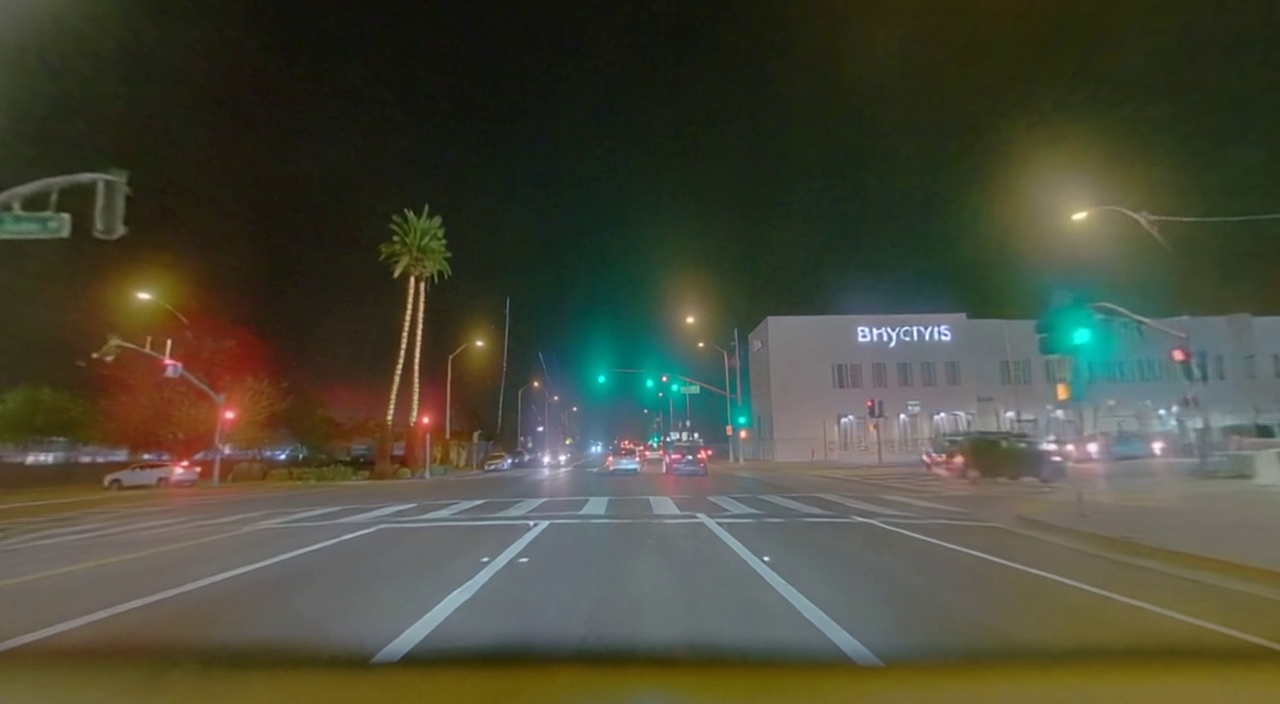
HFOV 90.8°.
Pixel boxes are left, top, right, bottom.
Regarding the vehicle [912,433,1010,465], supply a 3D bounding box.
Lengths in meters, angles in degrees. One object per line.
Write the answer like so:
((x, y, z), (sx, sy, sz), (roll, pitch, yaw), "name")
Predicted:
((17.603, 5.338, 34.784), (4.277, 1.665, 2.006), (0, -9, -2), "vehicle")

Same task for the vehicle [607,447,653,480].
((-0.537, 5.384, 30.848), (2.088, 1.452, 3.993), (0, -8, -2), "vehicle")

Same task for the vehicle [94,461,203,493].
((-28.801, 7.316, 37.158), (4.570, 1.741, 2.107), (0, -8, -2), "vehicle")

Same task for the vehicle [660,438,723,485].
((1.983, 4.384, 25.668), (2.003, 1.702, 4.288), (0, -8, -3), "vehicle")

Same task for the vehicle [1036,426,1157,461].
((25.466, 5.124, 35.378), (5.130, 1.875, 2.118), (0, -9, -1), "vehicle")
